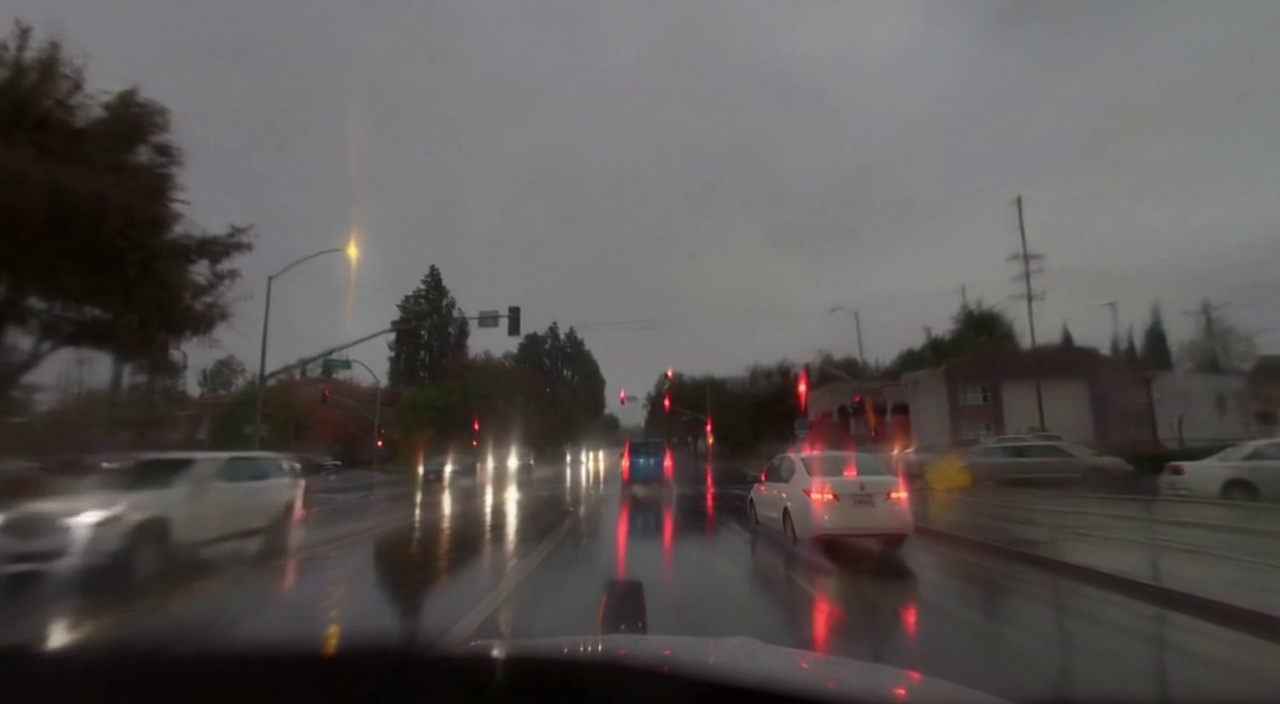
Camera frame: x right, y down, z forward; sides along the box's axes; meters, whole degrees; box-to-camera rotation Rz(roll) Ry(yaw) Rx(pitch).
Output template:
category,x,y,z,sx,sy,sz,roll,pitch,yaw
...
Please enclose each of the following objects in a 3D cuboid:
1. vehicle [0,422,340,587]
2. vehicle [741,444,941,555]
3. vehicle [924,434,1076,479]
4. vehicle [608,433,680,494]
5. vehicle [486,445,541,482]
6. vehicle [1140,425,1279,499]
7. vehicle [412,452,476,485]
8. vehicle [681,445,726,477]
category,x,y,z,sx,sy,sz,roll,pitch,yaw
vehicle,-6.490,2.008,9.126,2.092,1.802,4.270,0,-9,0
vehicle,3.098,2.340,10.806,1.900,1.478,4.425,0,-9,-1
vehicle,13.666,3.977,24.047,4.507,1.610,2.045,0,-9,-1
vehicle,0.124,3.922,22.405,2.296,1.947,4.168,0,-9,0
vehicle,-6.624,5.864,33.399,1.957,1.836,4.434,0,-9,1
vehicle,13.686,2.409,13.723,3.899,1.437,1.857,2,-8,2
vehicle,-10.208,6.072,33.027,1.943,1.552,4.670,0,-9,-1
vehicle,3.656,6.354,36.906,2.138,1.729,4.178,0,-9,-1
